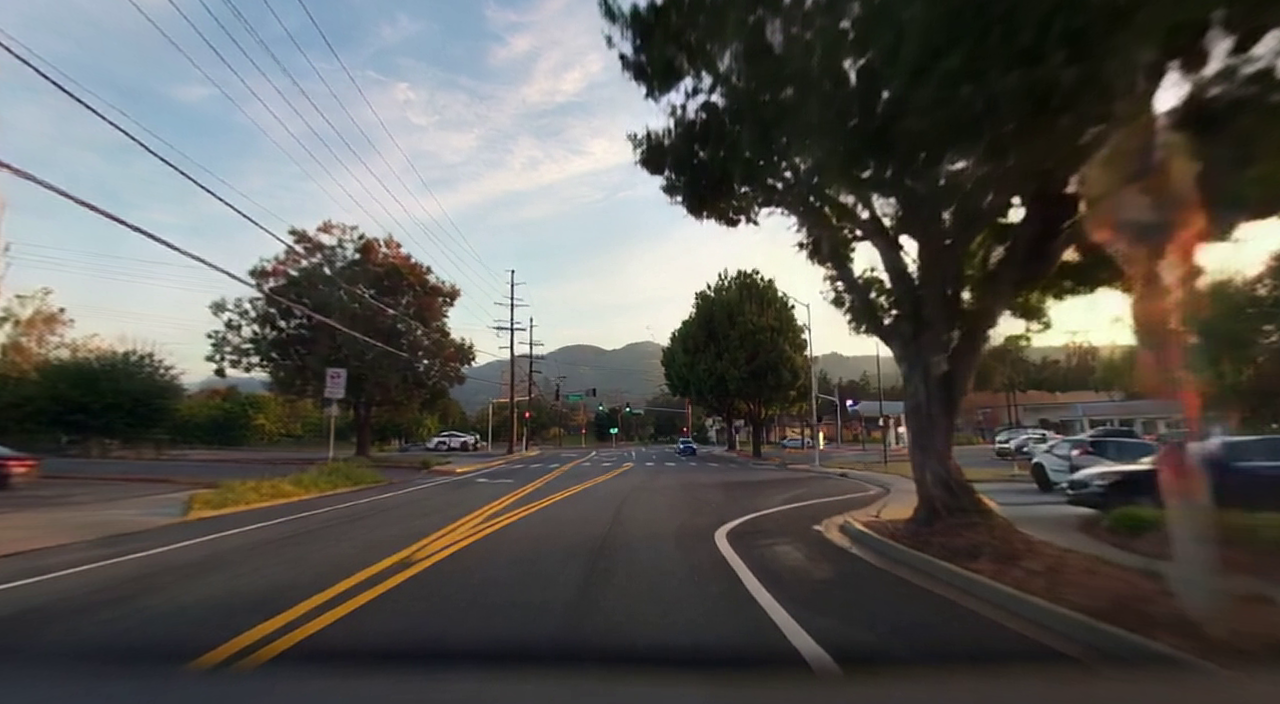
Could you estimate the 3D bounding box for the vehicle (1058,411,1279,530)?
[{"bbox_3d":[10.214,1.954,10.597,4.736,1.816,1.999,-2,-9,16],"label":"vehicle"}]
